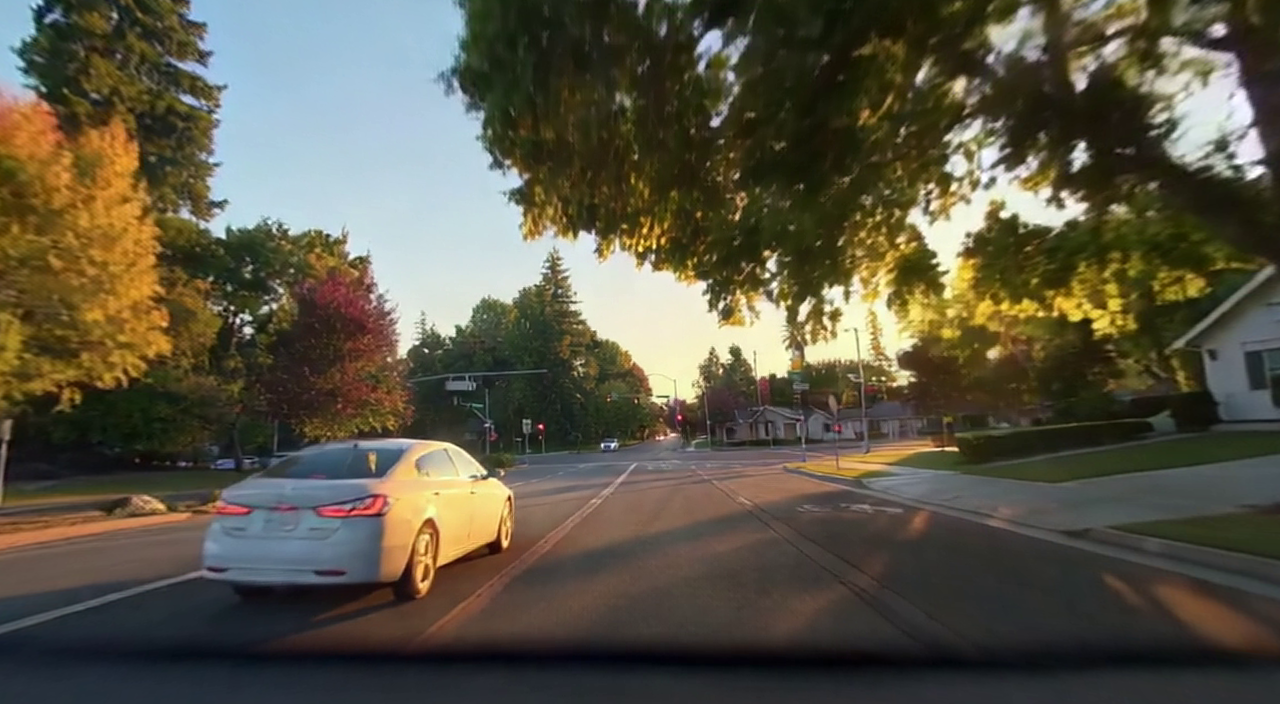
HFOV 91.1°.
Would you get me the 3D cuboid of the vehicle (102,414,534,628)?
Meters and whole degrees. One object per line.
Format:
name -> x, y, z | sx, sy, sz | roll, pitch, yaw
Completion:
vehicle -> -2.855, 1.622, 7.216 | 2.139, 1.564, 4.901 | -1, -8, 4
